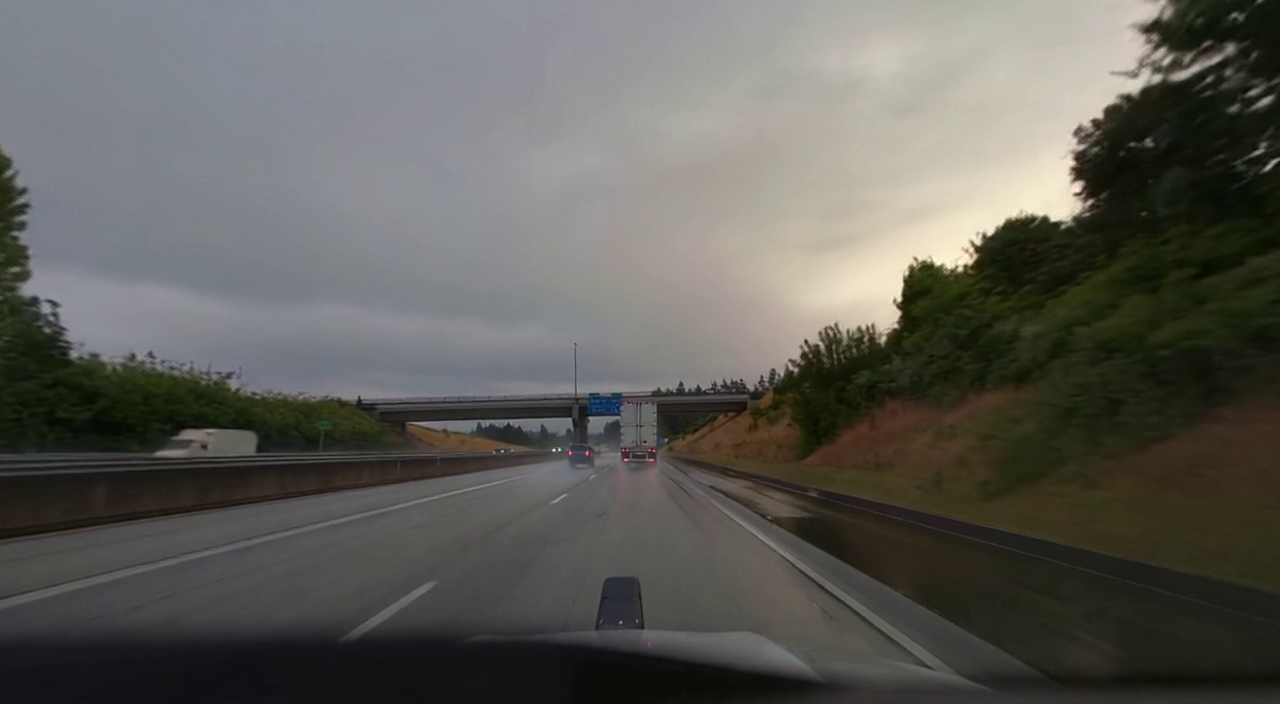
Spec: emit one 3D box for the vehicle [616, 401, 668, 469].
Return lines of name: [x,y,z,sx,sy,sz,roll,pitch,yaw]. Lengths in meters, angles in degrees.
vehicle: [-0.017,5.856,43.557,3.033,3.985,12.383,0,-9,-1]

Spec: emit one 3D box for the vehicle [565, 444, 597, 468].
vehicle: [-4.171,7.426,44.989,2.005,1.595,4.253,0,-9,-2]
